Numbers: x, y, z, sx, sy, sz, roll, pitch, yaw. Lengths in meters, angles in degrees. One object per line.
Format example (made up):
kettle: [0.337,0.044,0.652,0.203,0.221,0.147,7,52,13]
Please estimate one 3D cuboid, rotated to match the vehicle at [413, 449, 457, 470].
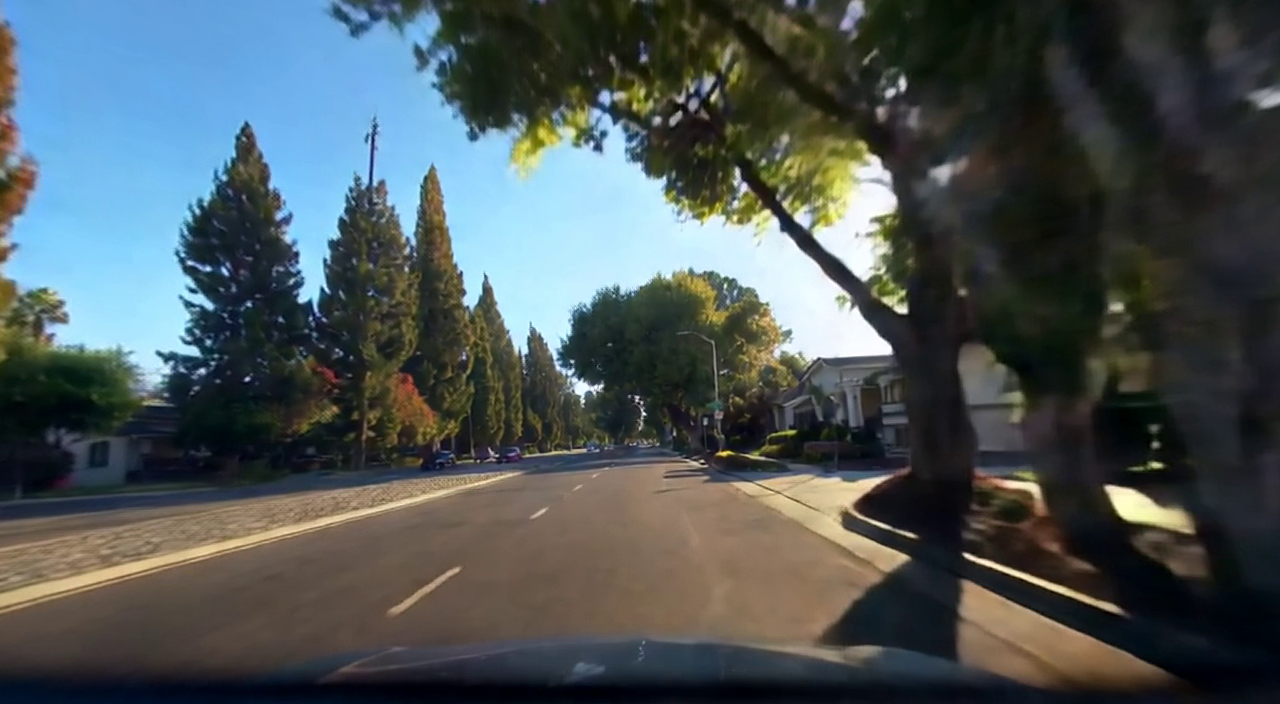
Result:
vehicle: [-15.642,8.198,48.383,1.942,1.481,4.412,0,-8,-1]
